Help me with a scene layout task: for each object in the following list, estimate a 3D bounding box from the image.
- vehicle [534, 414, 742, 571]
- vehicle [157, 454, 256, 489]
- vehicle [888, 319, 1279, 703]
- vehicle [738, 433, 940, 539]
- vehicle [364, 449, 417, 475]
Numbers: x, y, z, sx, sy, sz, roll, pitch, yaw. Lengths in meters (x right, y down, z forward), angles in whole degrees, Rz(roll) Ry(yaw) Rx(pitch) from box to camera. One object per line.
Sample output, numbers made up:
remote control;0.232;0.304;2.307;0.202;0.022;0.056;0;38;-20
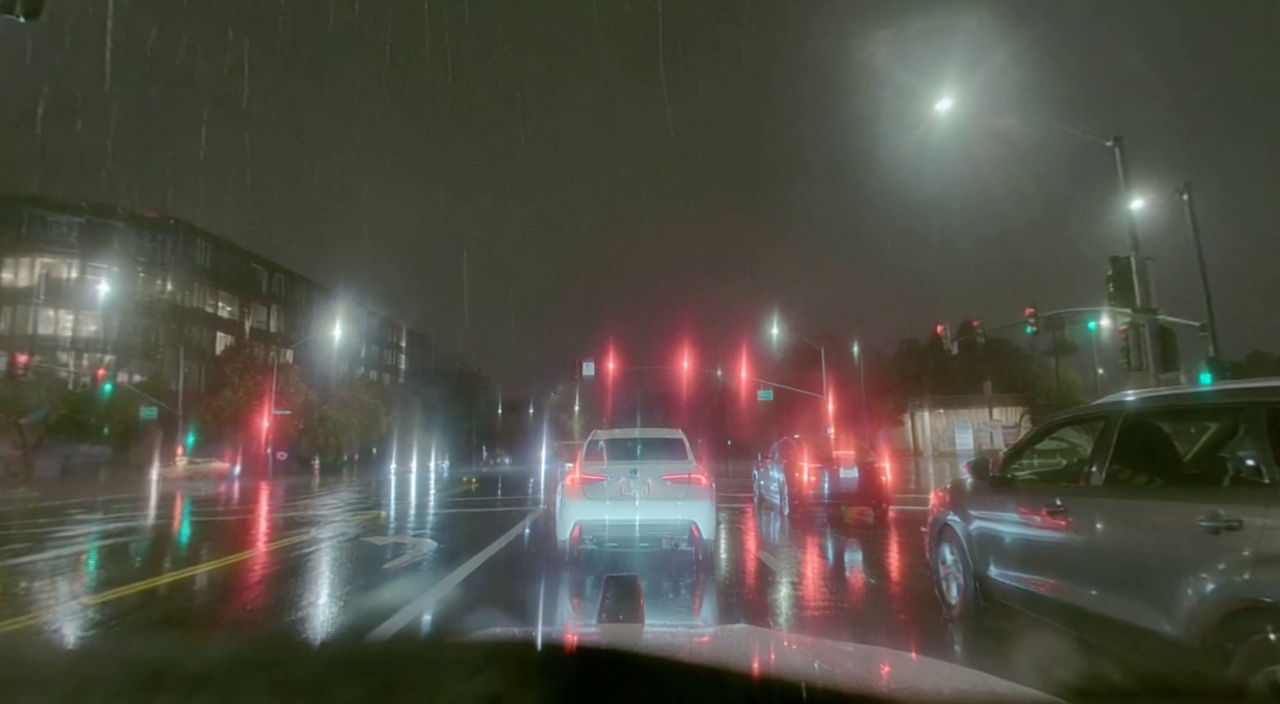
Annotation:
vehicle;-0.069;1.779;8.742;2.188;1.637;4.027;0;-8;-1
vehicle;-24.199;6.625;35.322;4.448;1.837;2.021;-2;-9;14
vehicle;3.007;0.866;2.663;2.103;1.701;4.294;0;-8;-1
vehicle;3.156;2.216;11.142;2.001;1.463;4.398;0;-8;-2
vehicle;-18.733;8.262;47.711;2.026;1.836;4.726;0;-8;0
